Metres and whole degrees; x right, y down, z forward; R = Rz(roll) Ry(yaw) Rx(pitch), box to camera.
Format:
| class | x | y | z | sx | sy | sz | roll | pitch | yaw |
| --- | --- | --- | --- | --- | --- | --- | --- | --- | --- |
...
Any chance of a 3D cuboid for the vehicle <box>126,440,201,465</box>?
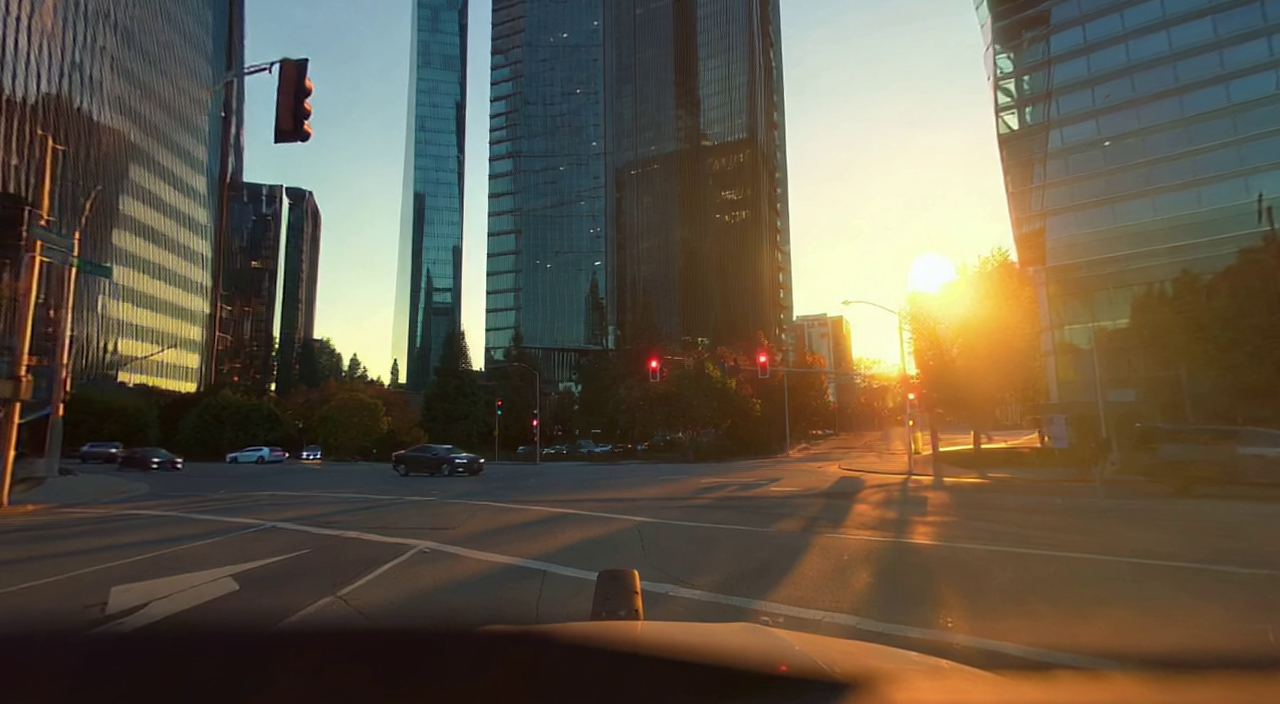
| class | x | y | z | sx | sy | sz | roll | pitch | yaw |
| --- | --- | --- | --- | --- | --- | --- | --- | --- | --- |
| vehicle | -30.089 | 6.337 | 39.854 | 4.798 | 1.461 | 1.939 | -5 | -10 | 30 |

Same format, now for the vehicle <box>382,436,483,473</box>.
| class | x | y | z | sx | sy | sz | roll | pitch | yaw |
| --- | --- | --- | --- | --- | --- | --- | --- | --- | --- |
| vehicle | -9.728 | 4.776 | 29.524 | 4.698 | 1.609 | 1.975 | -6 | -10 | 34 |

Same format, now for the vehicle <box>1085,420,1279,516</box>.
| class | x | y | z | sx | sy | sz | roll | pitch | yaw |
| --- | --- | --- | --- | --- | --- | --- | --- | --- | --- |
| vehicle | 12.232 | 2.328 | 12.927 | 4.849 | 1.766 | 2.080 | -7 | -11 | 38 |
